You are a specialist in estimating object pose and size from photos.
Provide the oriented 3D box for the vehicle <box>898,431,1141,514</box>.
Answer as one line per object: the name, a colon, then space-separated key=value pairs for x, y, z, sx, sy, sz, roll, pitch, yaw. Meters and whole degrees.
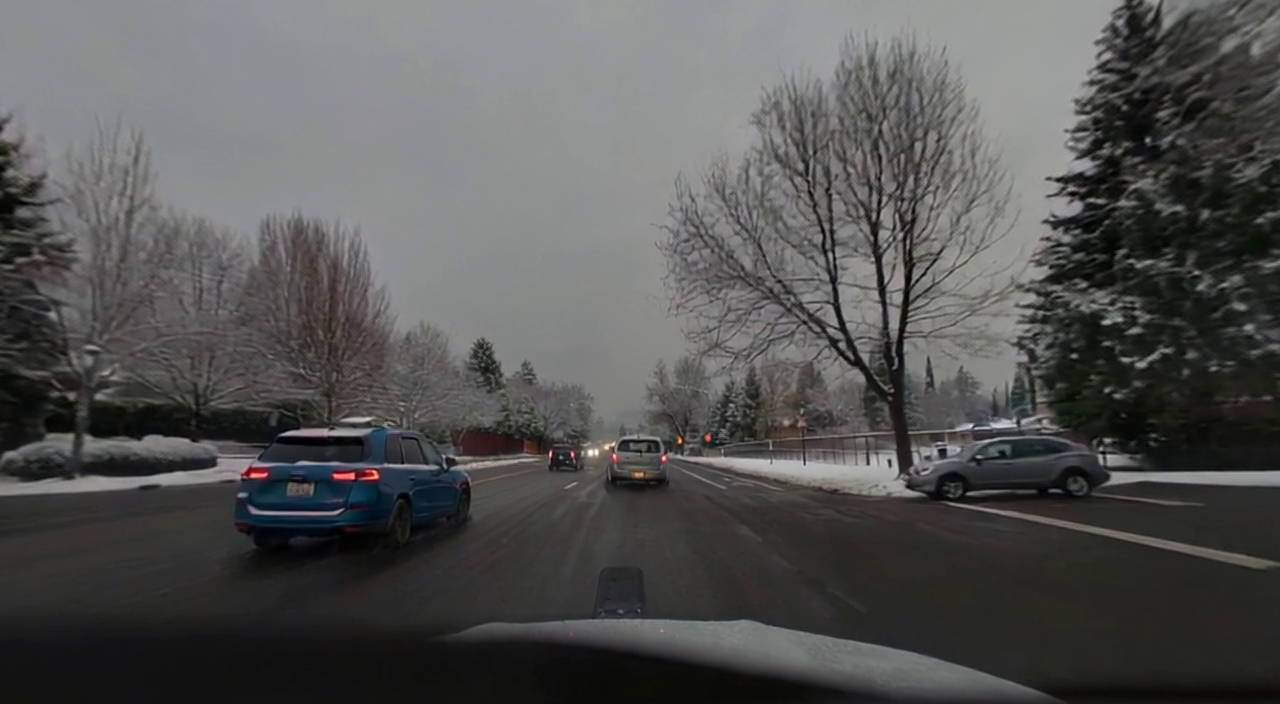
vehicle: x=8.877 y=2.837 z=15.133 sx=4.497 sy=1.743 sz=1.983 roll=1 pitch=-9 yaw=1

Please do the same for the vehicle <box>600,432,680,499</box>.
vehicle: x=-0.018 y=3.408 z=19.374 sx=2.131 sy=1.761 sz=4.242 roll=1 pitch=-9 yaw=0

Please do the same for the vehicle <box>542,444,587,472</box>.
vehicle: x=-4.346 y=6.170 z=37.075 sx=2.014 sy=1.493 sz=4.658 roll=1 pitch=-9 yaw=0

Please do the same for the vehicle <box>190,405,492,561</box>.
vehicle: x=-3.985 y=1.849 z=9.616 sx=2.243 sy=1.722 sz=4.621 roll=1 pitch=-9 yaw=1
